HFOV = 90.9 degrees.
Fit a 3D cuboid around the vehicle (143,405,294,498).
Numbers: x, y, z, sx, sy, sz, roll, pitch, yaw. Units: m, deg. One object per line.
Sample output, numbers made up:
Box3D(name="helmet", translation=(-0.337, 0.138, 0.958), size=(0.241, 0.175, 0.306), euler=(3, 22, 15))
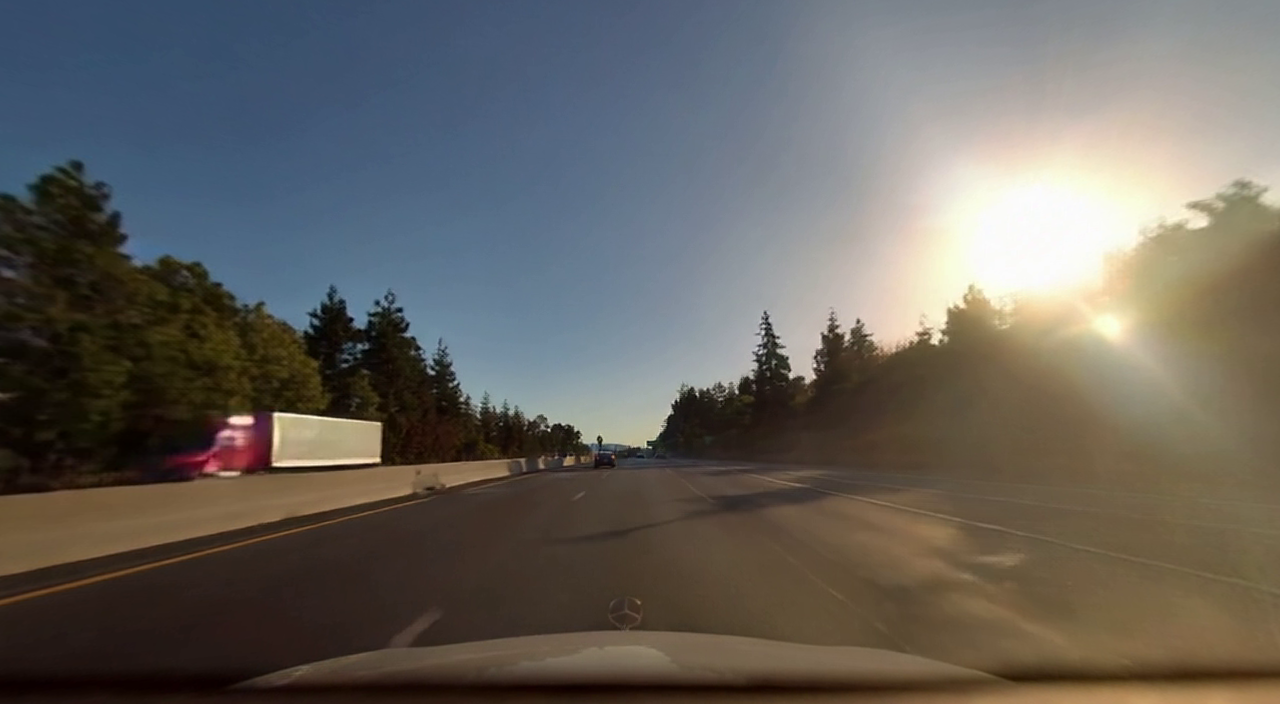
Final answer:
Box3D(name="vehicle", translation=(-20.213, 4.844, 30.770), size=(2.997, 4.027, 6.007), euler=(0, -9, 0))
